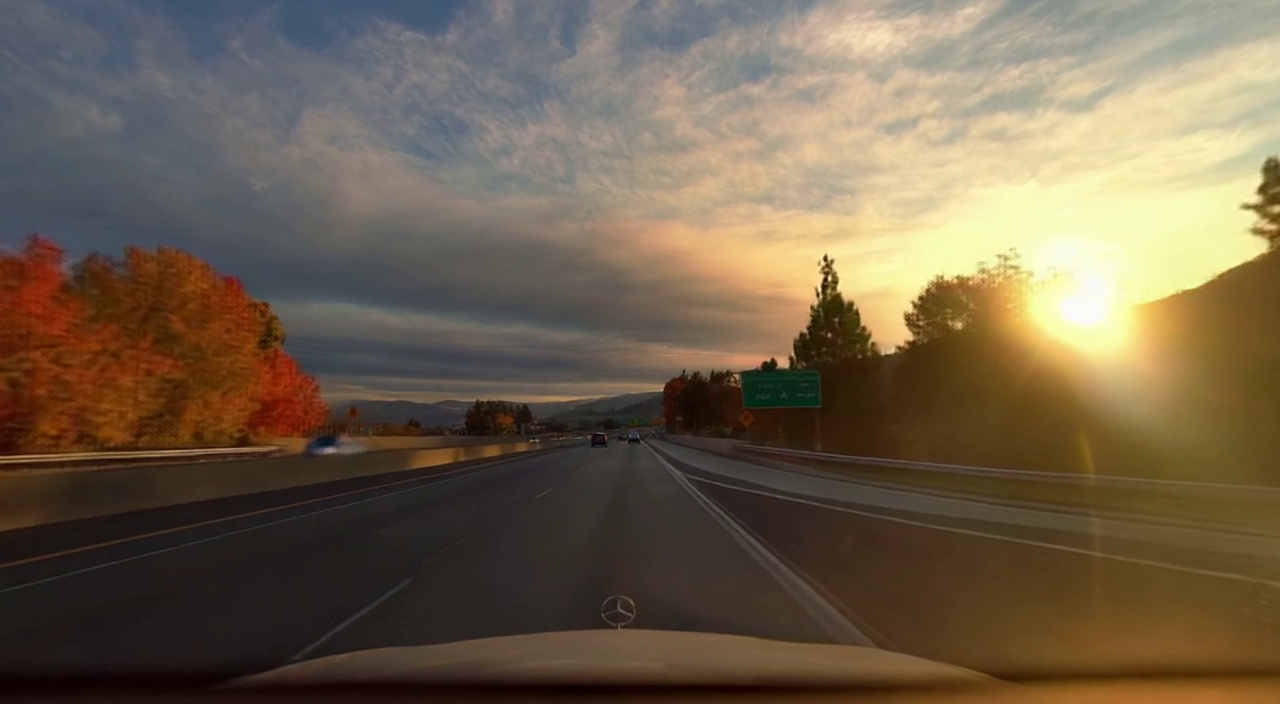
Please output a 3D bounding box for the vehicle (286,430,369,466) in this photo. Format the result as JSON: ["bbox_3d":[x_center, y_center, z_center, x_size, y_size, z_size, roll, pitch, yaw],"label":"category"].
[{"bbox_3d":[-15.569,4.770,31.588,1.941,1.642,4.288,0,-8,0],"label":"vehicle"}]
